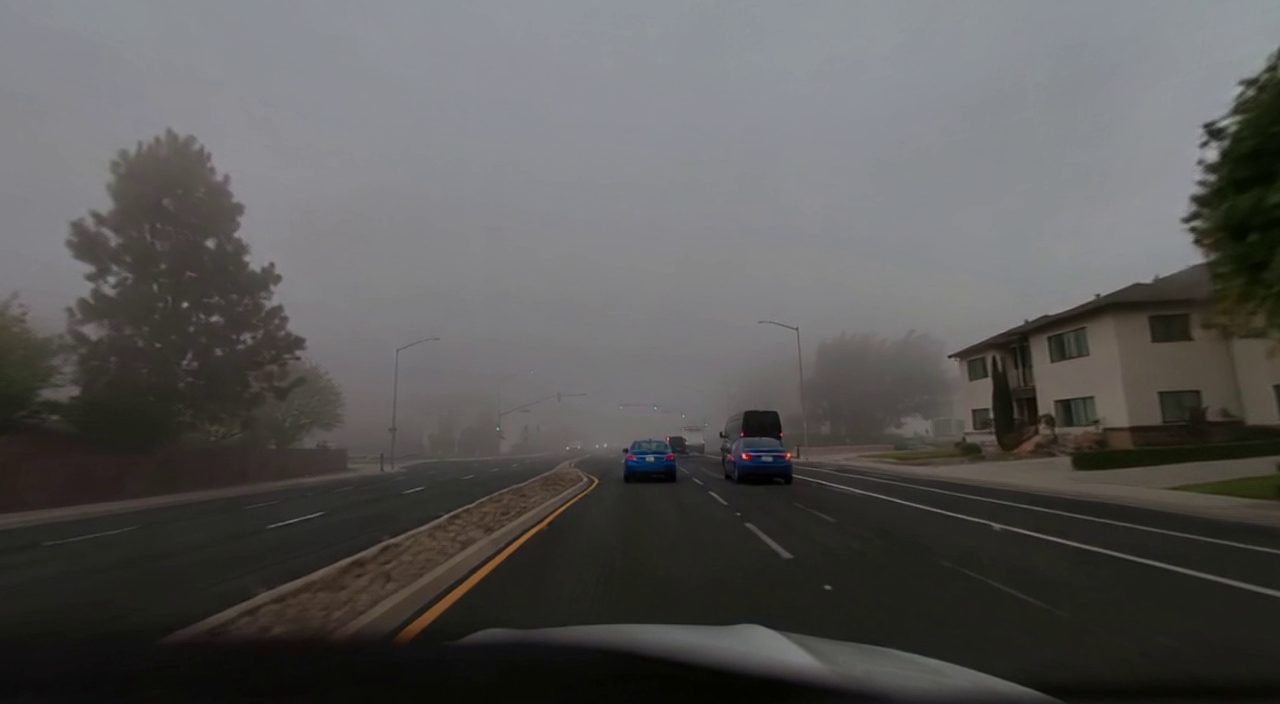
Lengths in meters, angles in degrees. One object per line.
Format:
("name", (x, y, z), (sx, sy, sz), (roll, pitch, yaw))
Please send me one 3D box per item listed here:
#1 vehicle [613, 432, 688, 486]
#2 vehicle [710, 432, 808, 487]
("vehicle", (0.302, 3.309, 19.761), (2.093, 1.497, 4.010), (0, -8, 0))
("vehicle", (3.573, 3.329, 19.917), (2.161, 1.519, 4.568), (0, -8, 0))
